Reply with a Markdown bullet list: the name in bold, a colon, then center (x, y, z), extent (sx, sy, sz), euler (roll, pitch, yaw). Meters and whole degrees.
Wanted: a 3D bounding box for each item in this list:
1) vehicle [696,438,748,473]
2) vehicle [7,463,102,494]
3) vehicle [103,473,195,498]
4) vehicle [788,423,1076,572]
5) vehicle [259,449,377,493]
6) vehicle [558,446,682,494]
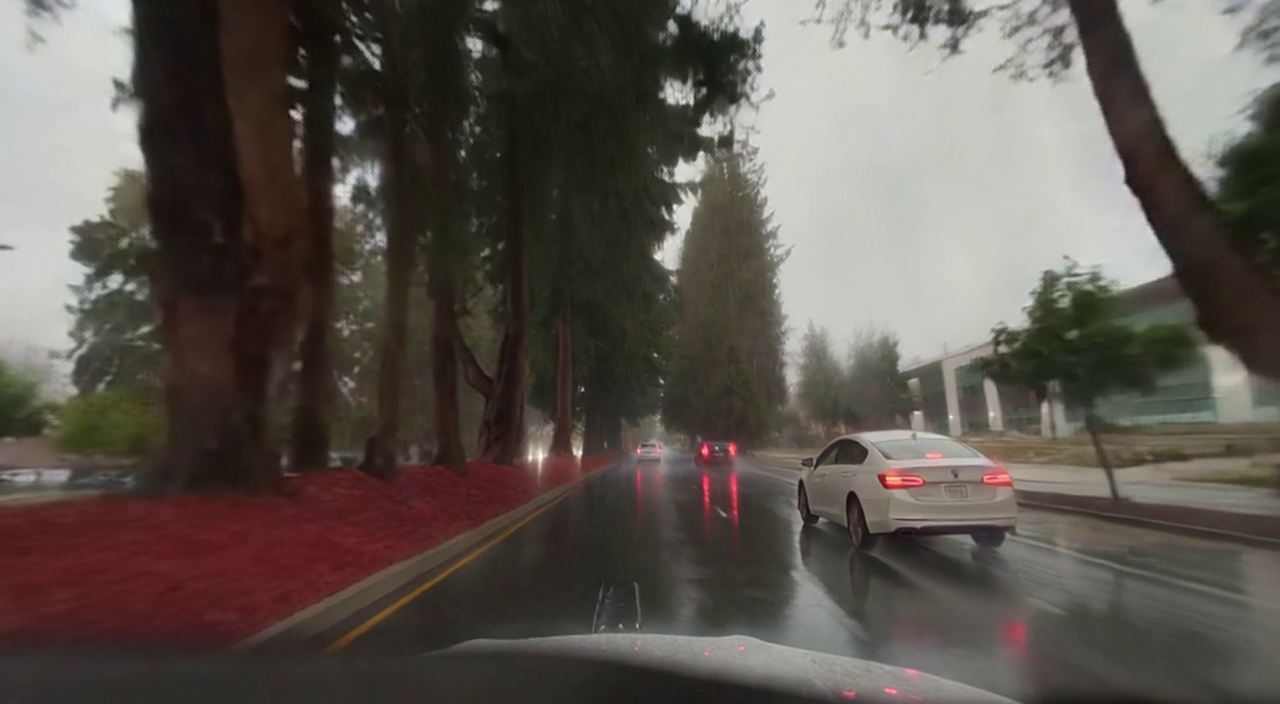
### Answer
- **vehicle**: center (4.094, 5.292, 32.390), extent (2.074, 1.652, 4.340), euler (0, -8, 0)
- **vehicle**: center (-44.701, 9.679, 48.290), extent (5.033, 2.130, 2.084), euler (1, -9, 0)
- **vehicle**: center (-31.595, 8.610, 40.727), extent (4.432, 1.484, 1.839), euler (-1, -9, 3)
- **vehicle**: center (3.550, 1.833, 8.738), extent (1.985, 1.529, 4.147), euler (0, -8, 0)
- **vehicle**: center (-12.282, 4.543, 24.565), extent (2.063, 1.485, 4.756), euler (0, -8, 0)
- **vehicle**: center (-0.676, 4.303, 23.169), extent (4.279, 1.438, 2.037), euler (-3, -10, 4)
